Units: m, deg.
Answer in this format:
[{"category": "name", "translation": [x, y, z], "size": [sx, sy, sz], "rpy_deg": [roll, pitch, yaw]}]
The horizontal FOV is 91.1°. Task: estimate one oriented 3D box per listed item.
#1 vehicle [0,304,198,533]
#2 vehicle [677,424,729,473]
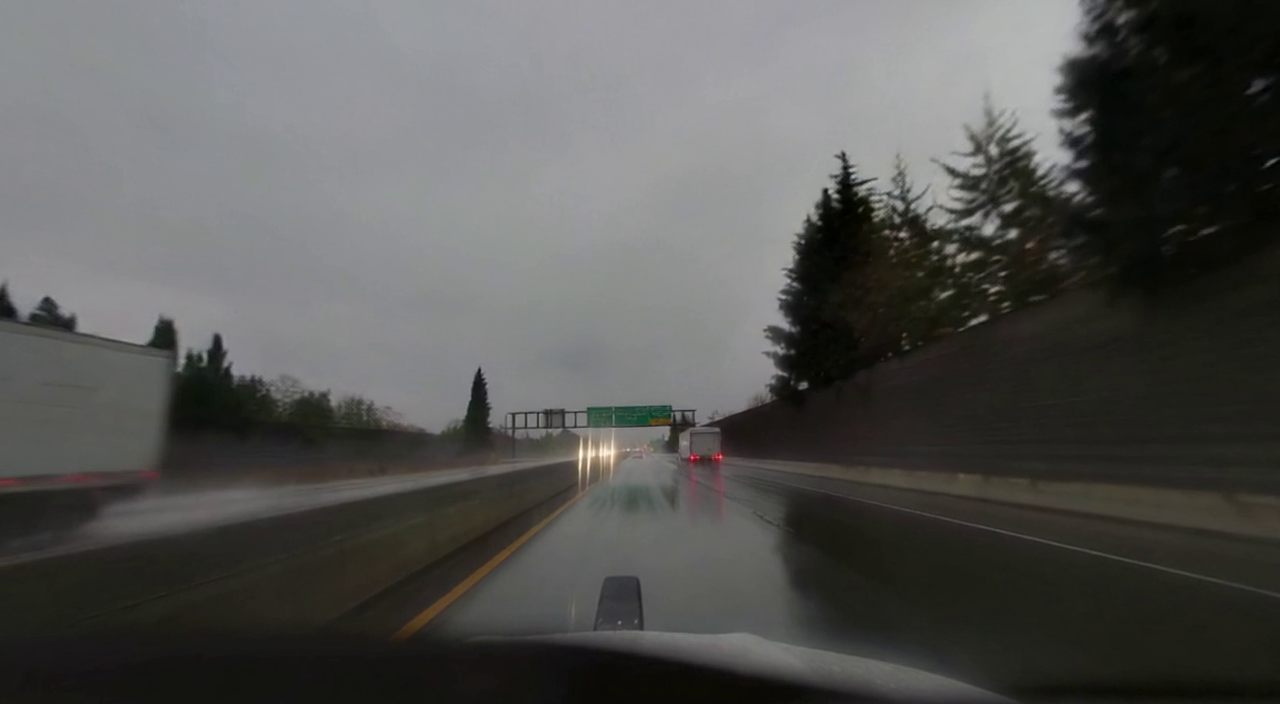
[{"category": "vehicle", "translation": [-12.763, 0.856, 8.983], "size": [3.219, 3.940, 13.412], "rpy_deg": [0, -9, 0]}, {"category": "vehicle", "translation": [3.888, 6.127, 40.043], "size": [2.449, 2.805, 6.763], "rpy_deg": [0, -9, -1]}]
